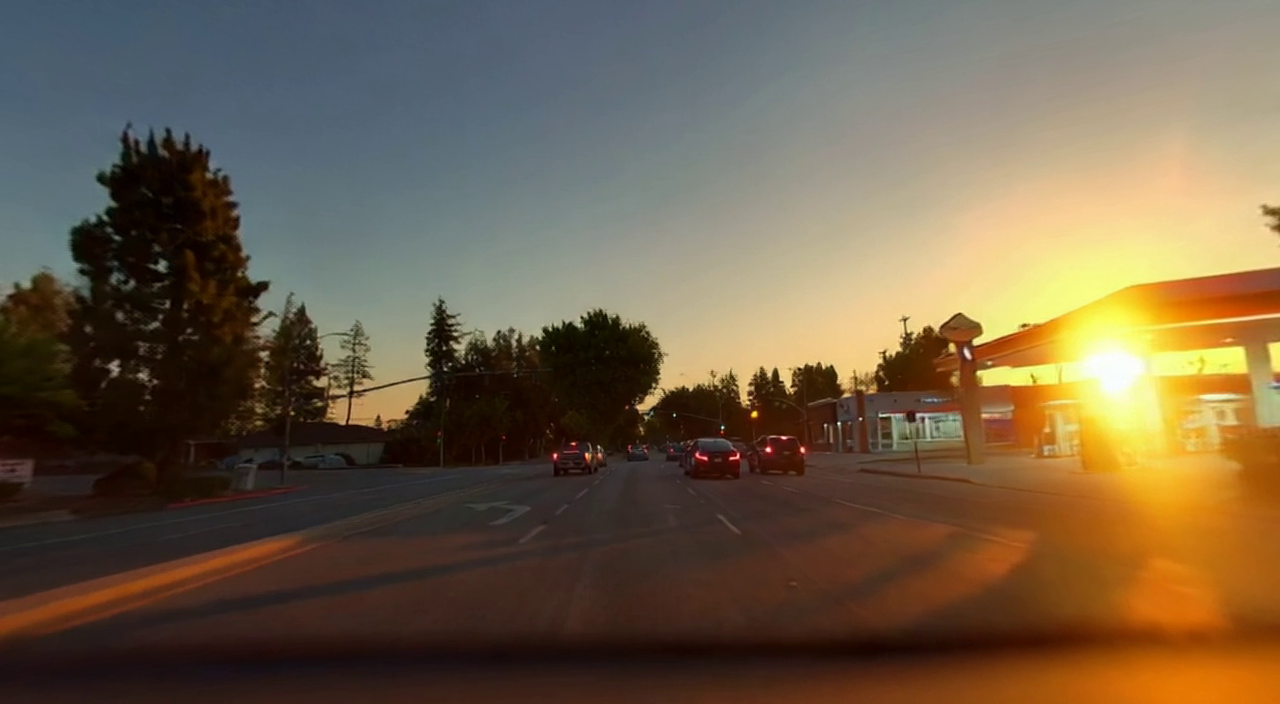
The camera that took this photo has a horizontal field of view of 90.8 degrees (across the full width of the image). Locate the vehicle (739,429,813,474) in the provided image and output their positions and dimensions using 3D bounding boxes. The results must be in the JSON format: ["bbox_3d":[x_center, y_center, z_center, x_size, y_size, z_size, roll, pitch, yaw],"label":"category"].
[{"bbox_3d":[7.027,5.232,33.361,2.510,2.176,5.527,0,-9,-2],"label":"vehicle"}]

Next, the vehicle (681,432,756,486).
[{"bbox_3d":[2.813,3.978,23.779,2.140,1.800,4.660,0,-9,-1],"label":"vehicle"}]

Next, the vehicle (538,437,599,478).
[{"bbox_3d":[-3.332,5.021,30.299,2.261,1.820,4.255,-1,-9,2],"label":"vehicle"}]
